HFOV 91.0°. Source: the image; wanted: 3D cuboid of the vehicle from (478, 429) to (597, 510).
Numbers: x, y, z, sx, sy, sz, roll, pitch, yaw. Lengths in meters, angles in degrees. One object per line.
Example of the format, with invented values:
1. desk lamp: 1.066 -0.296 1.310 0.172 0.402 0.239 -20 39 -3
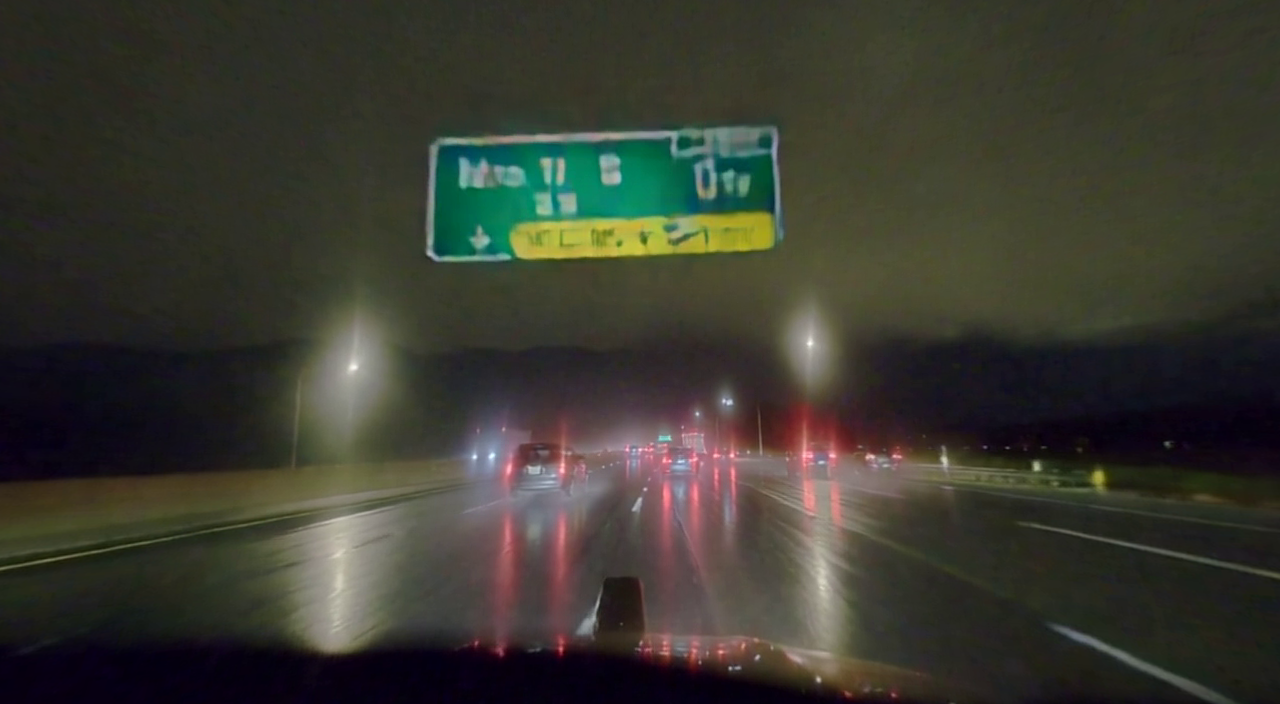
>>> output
1. vehicle: -2.371 2.894 15.874 2.142 1.724 4.344 0 -9 2

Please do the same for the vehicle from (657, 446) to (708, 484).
1. vehicle: 1.742 4.790 26.998 2.004 1.471 4.032 0 -9 2

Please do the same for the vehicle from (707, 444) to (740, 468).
1. vehicle: 6.293 7.888 47.898 1.975 1.650 4.257 0 -9 1
